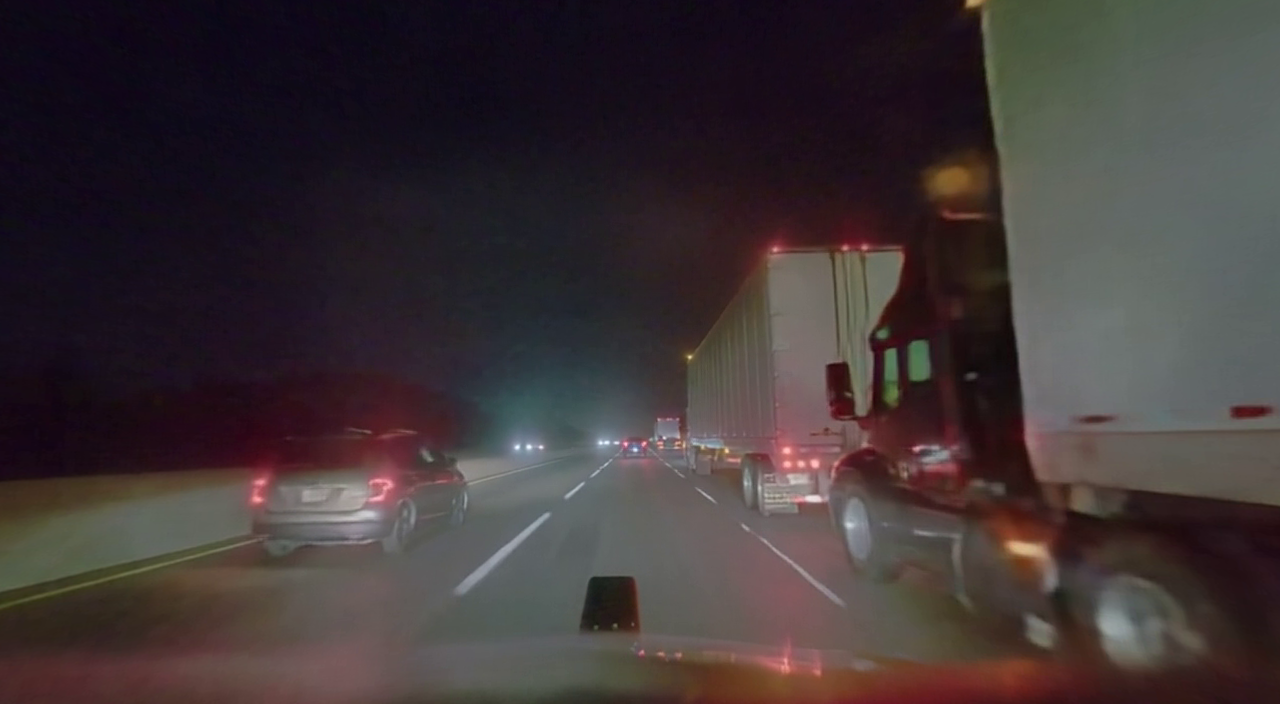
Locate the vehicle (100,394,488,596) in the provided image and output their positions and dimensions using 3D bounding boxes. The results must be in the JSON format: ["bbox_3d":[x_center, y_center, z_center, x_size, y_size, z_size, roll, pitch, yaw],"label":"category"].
[{"bbox_3d":[-3.612,1.586,7.875,2.326,1.761,4.450,0,-8,0],"label":"vehicle"}]

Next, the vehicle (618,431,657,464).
[{"bbox_3d":[-0.206,6.390,42.288,2.456,2.007,4.728,0,-8,-2],"label":"vehicle"}]
